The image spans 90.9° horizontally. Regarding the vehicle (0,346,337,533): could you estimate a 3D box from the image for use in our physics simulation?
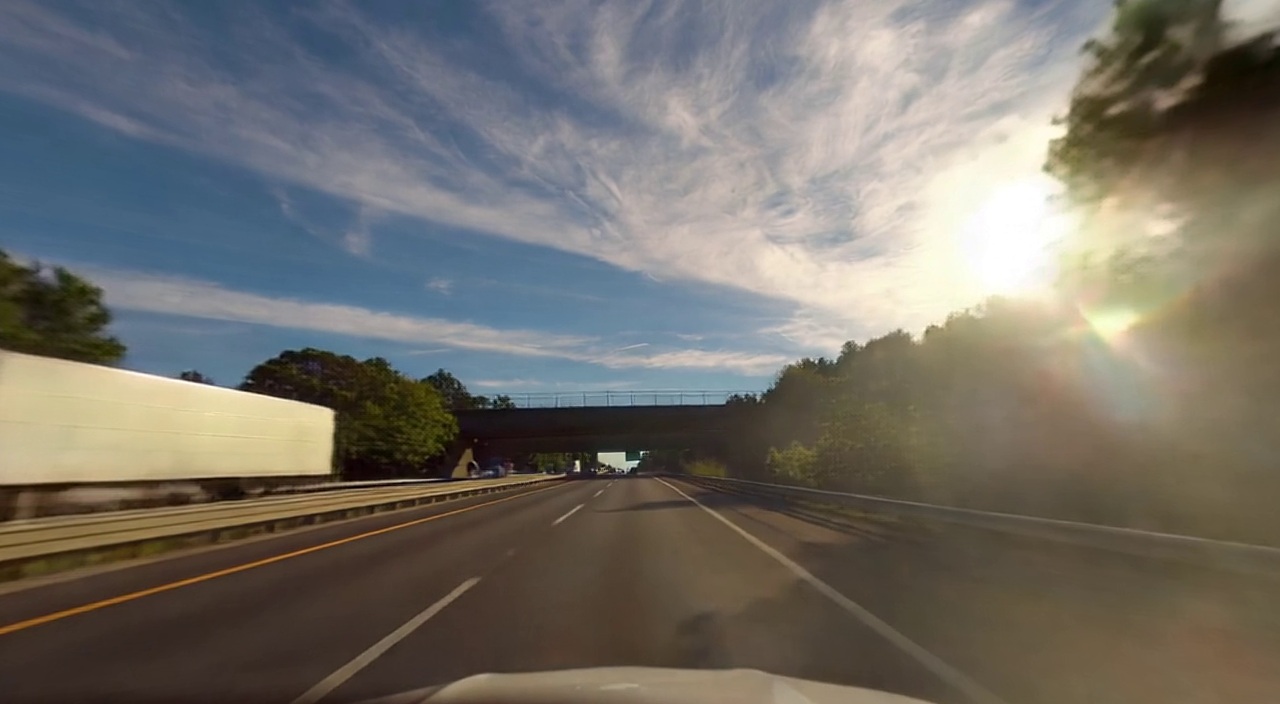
[{"bbox_3d":[-16.007,3.281,21.364,3.208,4.122,16.588,1,-10,0],"label":"vehicle"}]
